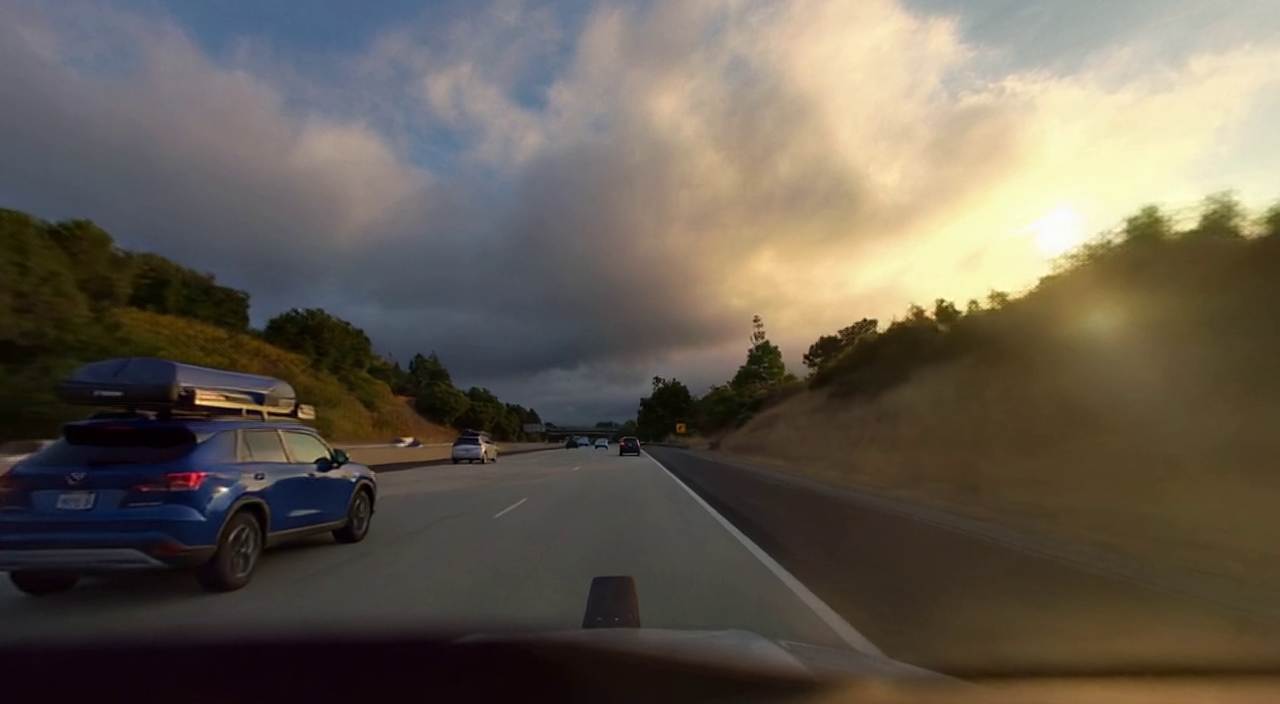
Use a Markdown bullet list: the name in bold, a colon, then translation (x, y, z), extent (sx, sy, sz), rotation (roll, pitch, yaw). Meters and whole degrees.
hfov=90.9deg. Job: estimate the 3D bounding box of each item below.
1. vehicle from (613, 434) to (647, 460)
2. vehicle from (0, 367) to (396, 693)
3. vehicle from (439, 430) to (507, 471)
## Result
- **vehicle**: translation (-0.678, 6.352, 42.267), extent (2.178, 1.658, 3.916), rotation (0, -7, -1)
- **vehicle**: translation (-4.188, 1.260, 5.772), extent (2.069, 1.748, 4.652), rotation (0, -8, -1)
- **vehicle**: translation (-7.722, 4.567, 29.606), extent (1.964, 1.745, 4.338), rotation (0, -8, 1)
